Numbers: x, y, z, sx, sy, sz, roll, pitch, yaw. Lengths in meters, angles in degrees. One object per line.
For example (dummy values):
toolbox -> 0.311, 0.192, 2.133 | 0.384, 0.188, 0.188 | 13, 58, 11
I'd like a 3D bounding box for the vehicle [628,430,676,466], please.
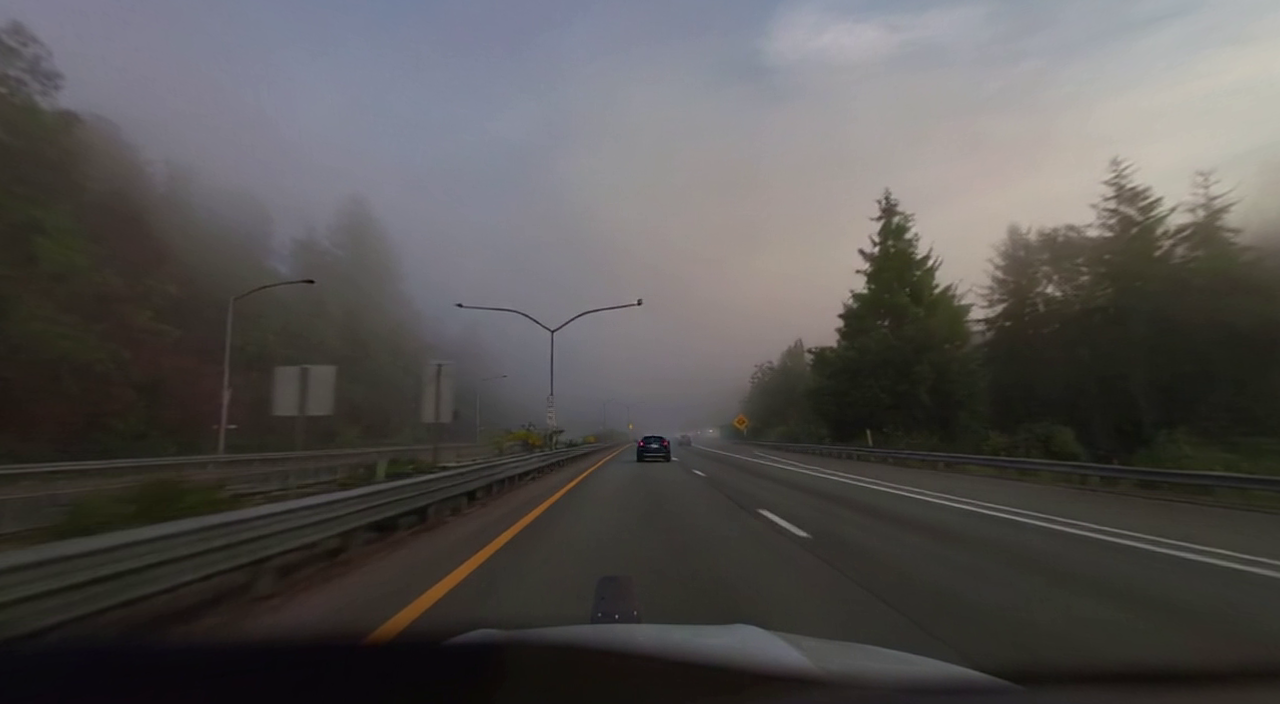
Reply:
vehicle -> 0.471, 4.441, 29.256 | 2.046, 1.526, 3.903 | 0, -8, -2
